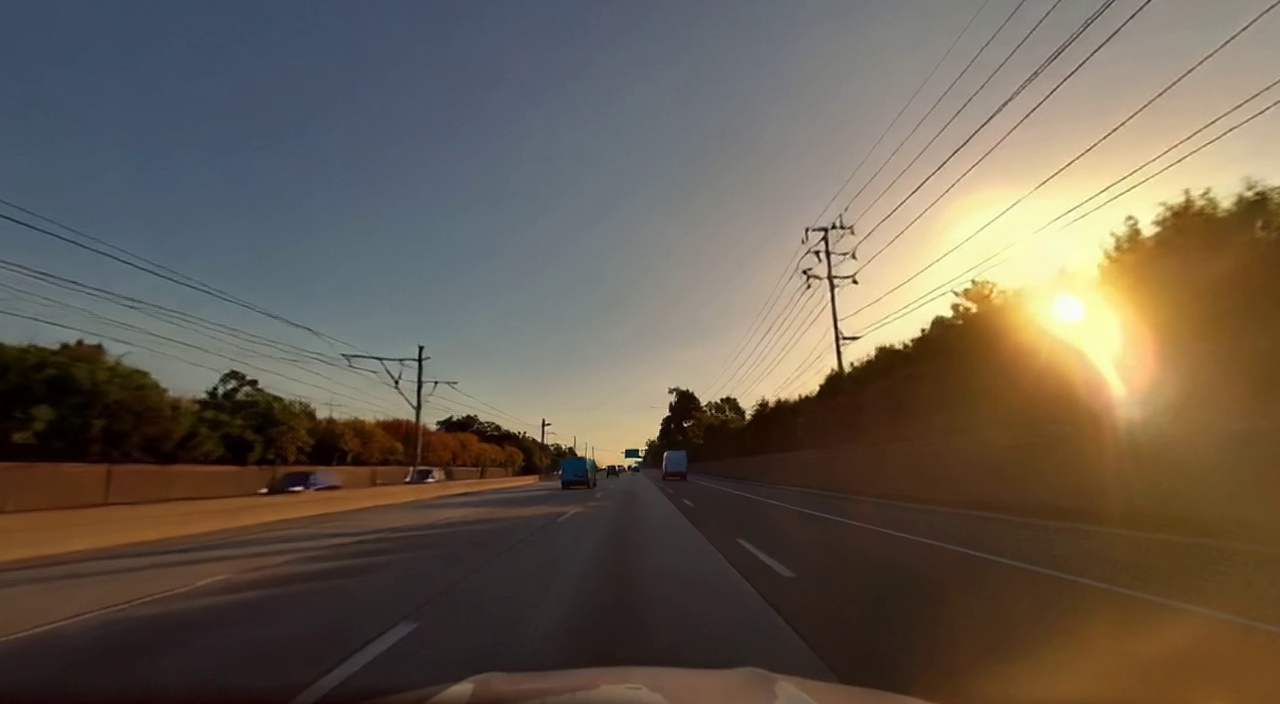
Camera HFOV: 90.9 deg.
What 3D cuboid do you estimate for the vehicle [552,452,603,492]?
[{"bbox_3d":[-3.401,6.637,35.037,2.324,2.008,4.654,1,-10,0],"label":"vehicle"}]

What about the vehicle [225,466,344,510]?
[{"bbox_3d":[-13.167,5.048,23.700,1.980,1.447,4.248,1,-10,0],"label":"vehicle"}]

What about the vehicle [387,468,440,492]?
[{"bbox_3d":[-16.922,9.560,47.268,2.074,1.684,4.959,1,-10,0],"label":"vehicle"}]
